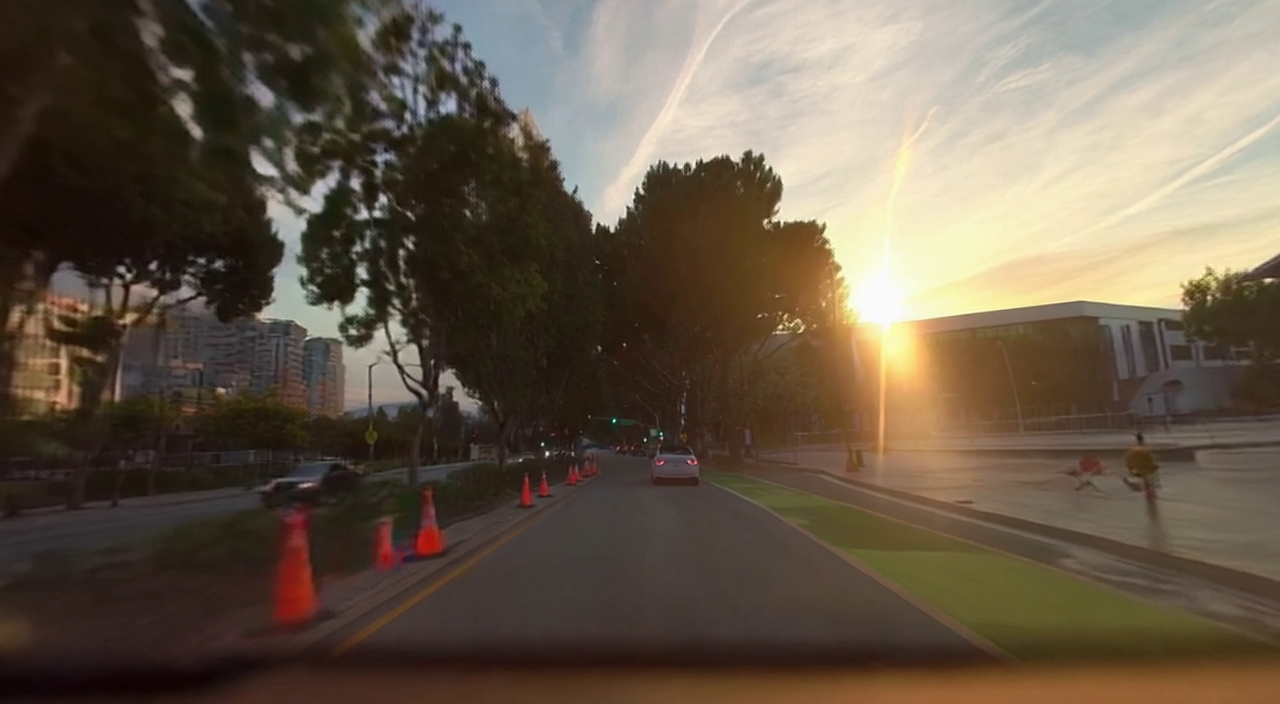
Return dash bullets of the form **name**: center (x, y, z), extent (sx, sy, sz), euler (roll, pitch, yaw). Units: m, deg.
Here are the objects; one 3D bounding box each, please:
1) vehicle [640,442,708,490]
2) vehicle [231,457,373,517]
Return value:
- **vehicle**: center (1.080, 3.931, 22.178), extent (2.114, 1.493, 4.430), euler (0, -8, 0)
- **vehicle**: center (-9.970, 3.991, 19.126), extent (2.010, 1.487, 4.427), euler (0, -8, -3)
